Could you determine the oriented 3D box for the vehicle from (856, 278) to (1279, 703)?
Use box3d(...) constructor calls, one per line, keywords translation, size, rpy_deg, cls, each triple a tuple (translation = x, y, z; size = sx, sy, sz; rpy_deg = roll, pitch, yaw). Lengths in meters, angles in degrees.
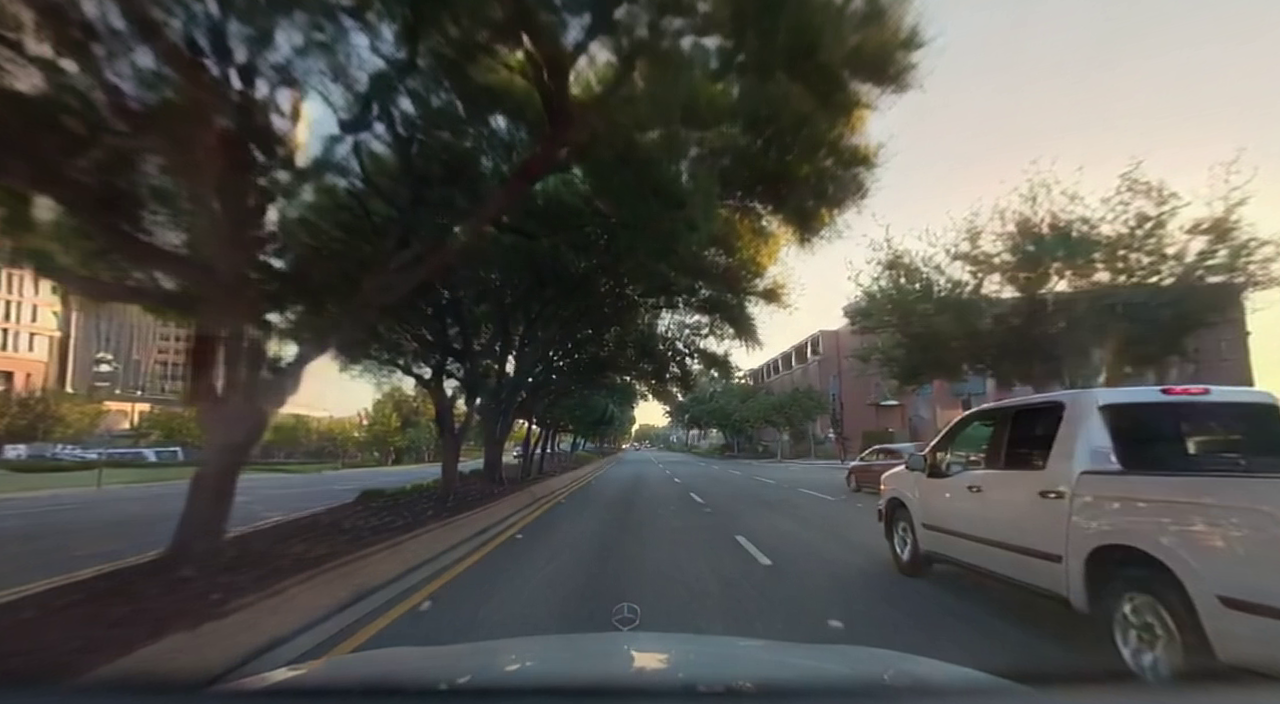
box3d(translation=(3.714, 0.999, 4.417), size=(2.505, 1.971, 5.162), rpy_deg=(0, -9, -1), cls="vehicle")
